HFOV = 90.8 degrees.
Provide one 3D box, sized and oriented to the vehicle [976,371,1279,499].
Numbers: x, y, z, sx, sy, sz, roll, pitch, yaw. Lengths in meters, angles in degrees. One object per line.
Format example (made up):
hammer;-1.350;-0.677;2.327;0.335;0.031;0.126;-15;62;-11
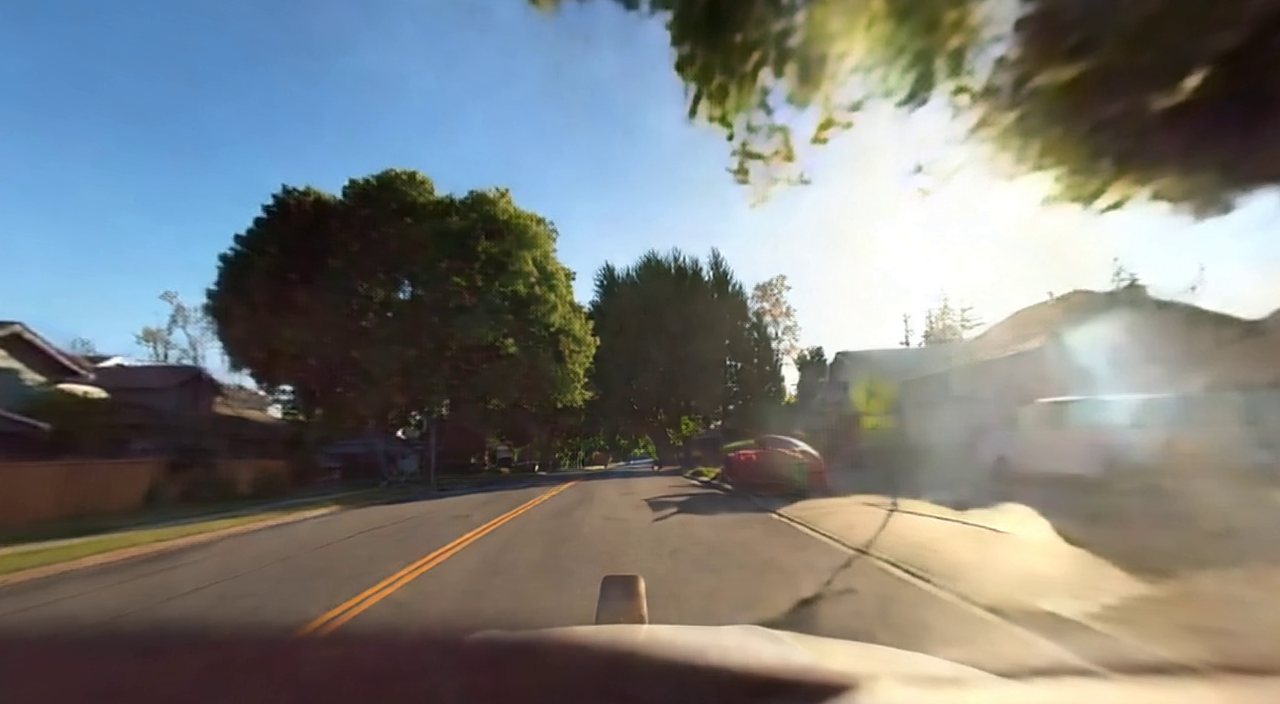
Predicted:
vehicle;9.735;1.760;13.180;2.335;2.028;6.172;-1;-8;3
